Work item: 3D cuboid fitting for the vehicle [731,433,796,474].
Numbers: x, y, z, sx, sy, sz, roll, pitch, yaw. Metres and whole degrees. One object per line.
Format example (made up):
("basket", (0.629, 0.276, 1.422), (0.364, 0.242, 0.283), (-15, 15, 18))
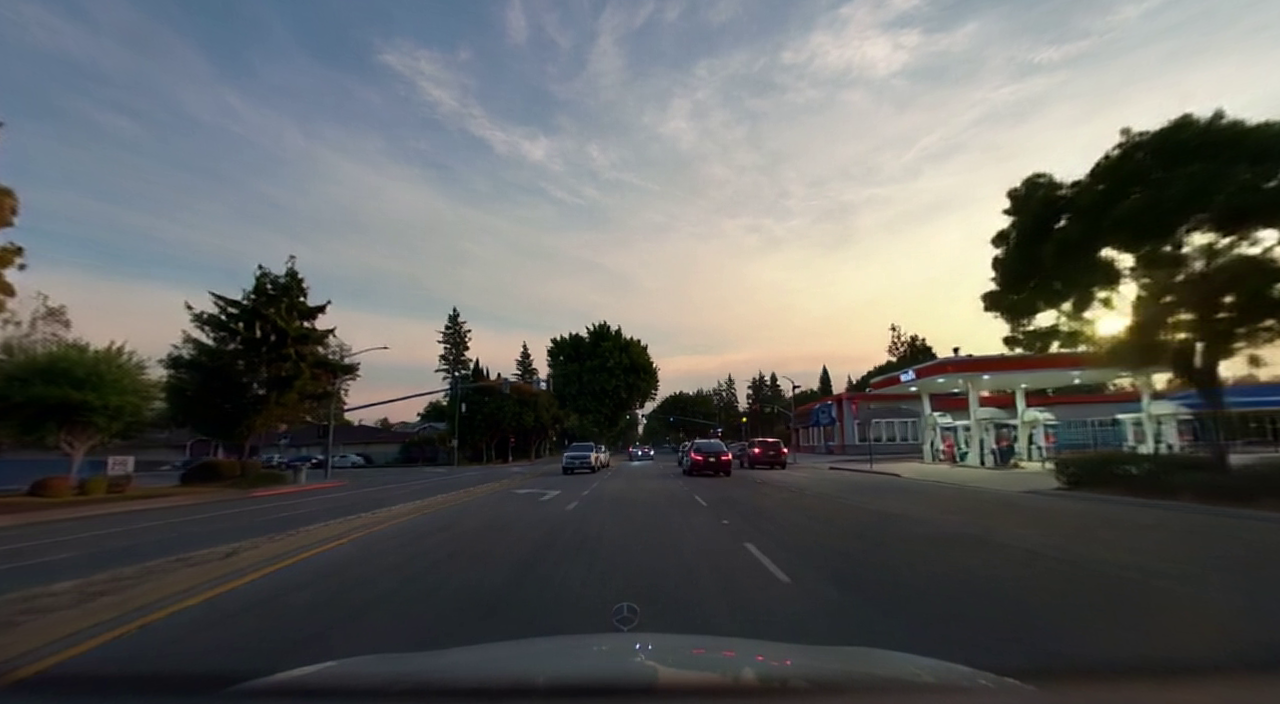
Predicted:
("vehicle", (7.033, 5.873, 36.740), (2.510, 2.176, 5.527), (0, -8, -2))

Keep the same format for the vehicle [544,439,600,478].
("vehicle", (-3.390, 5.403, 32.321), (2.261, 1.820, 4.255), (0, -8, 2))

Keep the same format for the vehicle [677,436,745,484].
("vehicle", (2.806, 4.396, 26.045), (2.140, 1.800, 4.660), (0, -8, -1))
